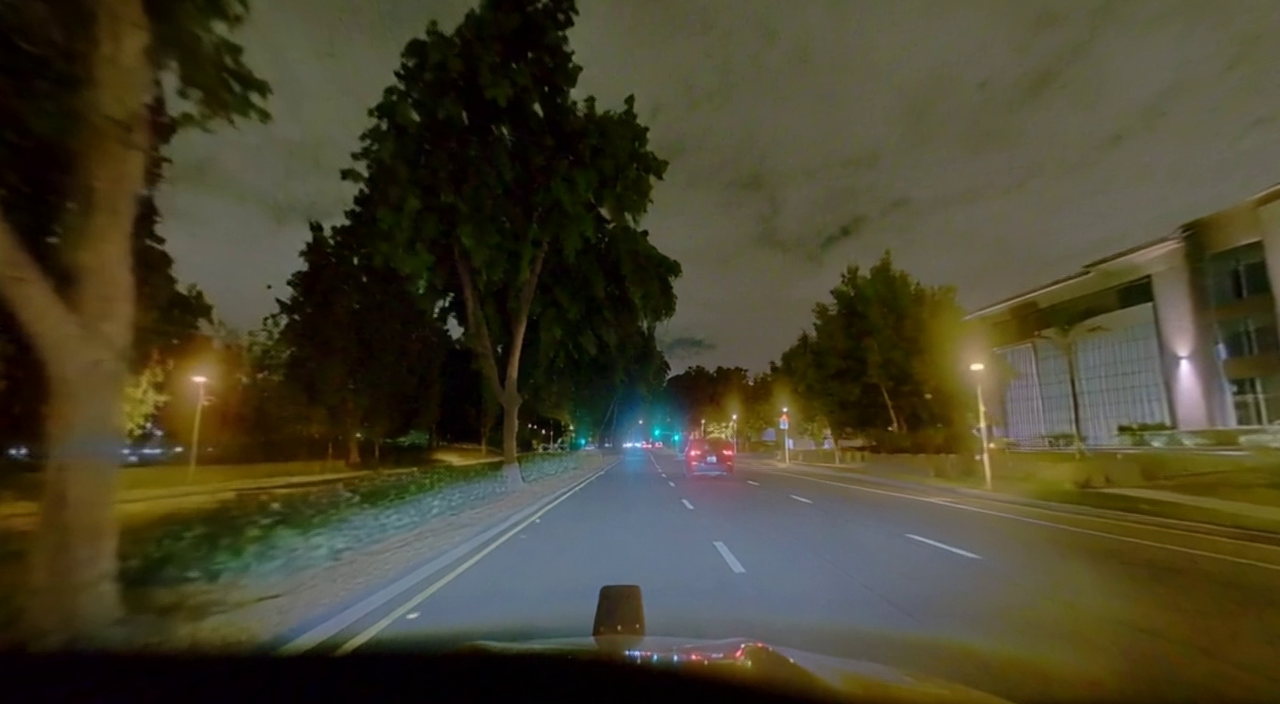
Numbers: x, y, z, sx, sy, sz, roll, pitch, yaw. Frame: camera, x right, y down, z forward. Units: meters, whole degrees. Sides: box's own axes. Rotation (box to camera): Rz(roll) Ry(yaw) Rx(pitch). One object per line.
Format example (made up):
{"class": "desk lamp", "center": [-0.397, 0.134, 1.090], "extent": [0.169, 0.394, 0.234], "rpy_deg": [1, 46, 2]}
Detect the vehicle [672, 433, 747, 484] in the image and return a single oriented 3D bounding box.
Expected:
{"class": "vehicle", "center": [2.548, 4.069, 24.454], "extent": [2.240, 1.740, 4.605], "rpy_deg": [0, -8, -2]}
